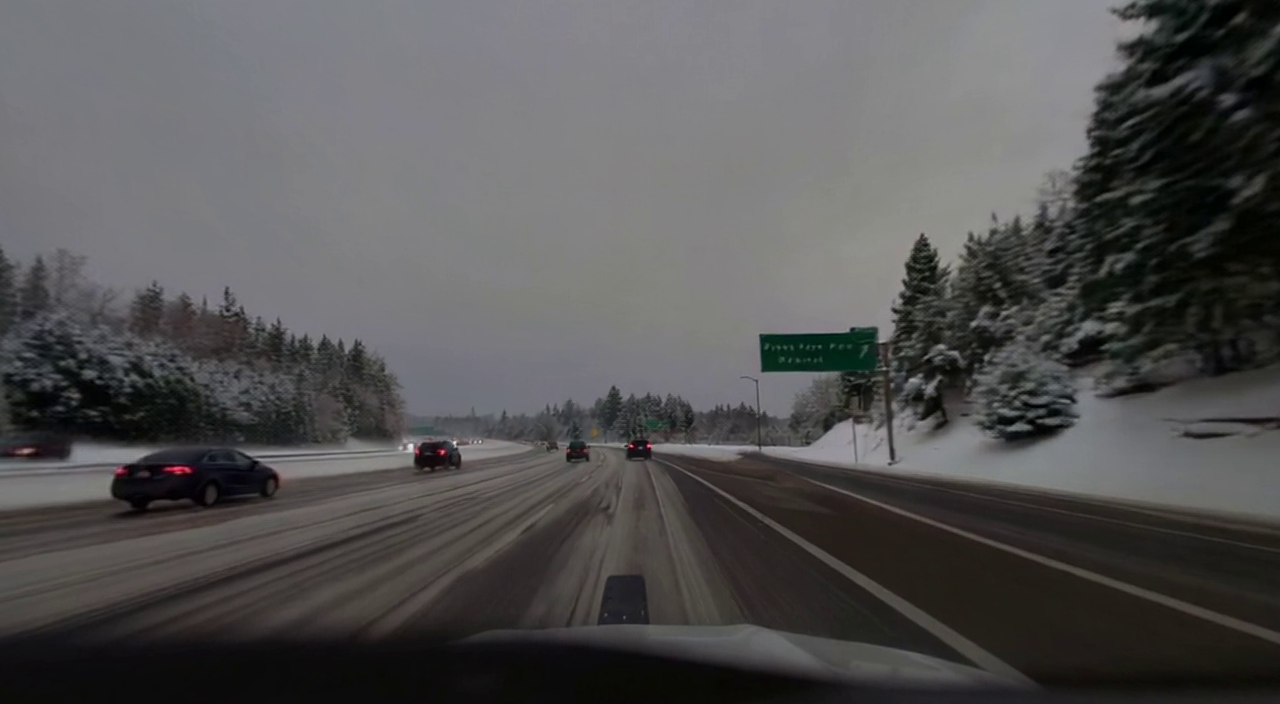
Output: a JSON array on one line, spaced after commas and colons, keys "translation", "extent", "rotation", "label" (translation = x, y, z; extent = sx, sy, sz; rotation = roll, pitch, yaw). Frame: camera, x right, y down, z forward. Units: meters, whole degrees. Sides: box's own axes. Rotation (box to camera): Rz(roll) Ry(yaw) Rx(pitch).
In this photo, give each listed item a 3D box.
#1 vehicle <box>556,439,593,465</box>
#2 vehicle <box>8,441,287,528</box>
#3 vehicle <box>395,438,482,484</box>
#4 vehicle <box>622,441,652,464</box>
[{"translation": [-4.245, 6.565, 41.569], "extent": [1.991, 1.610, 4.606], "rotation": [0, -9, -1], "label": "vehicle"}, {"translation": [-9.833, 2.644, 13.335], "extent": [1.935, 1.474, 5.033], "rotation": [0, -9, -2], "label": "vehicle"}, {"translation": [-7.795, 4.235, 24.849], "extent": [2.086, 1.628, 4.039], "rotation": [0, -9, 0], "label": "vehicle"}, {"translation": [-0.233, 6.688, 41.951], "extent": [1.881, 1.460, 3.694], "rotation": [0, -9, -1], "label": "vehicle"}]
